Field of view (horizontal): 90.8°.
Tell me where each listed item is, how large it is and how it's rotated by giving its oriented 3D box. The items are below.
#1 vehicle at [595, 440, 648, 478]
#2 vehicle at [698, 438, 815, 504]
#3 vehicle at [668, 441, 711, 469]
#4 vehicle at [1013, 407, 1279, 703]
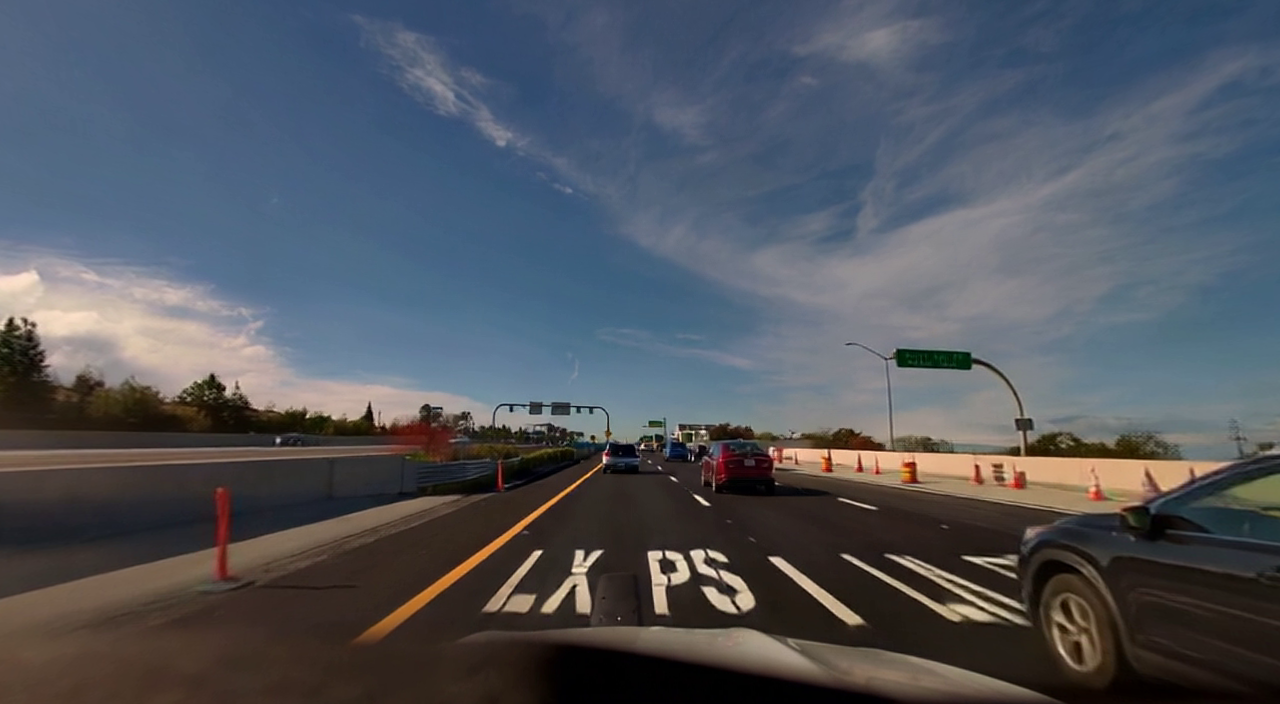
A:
[{"bbox_3d":[-0.773,4.501,26.736,2.069,1.470,4.004,0,-8,-1],"label":"vehicle"},{"bbox_3d":[2.799,2.995,16.367,2.042,1.460,4.451,0,-8,-2],"label":"vehicle"},{"bbox_3d":[2.779,5.867,36.056,1.916,1.487,4.117,0,-9,-3],"label":"vehicle"},{"bbox_3d":[3.280,0.836,1.618,1.996,1.455,4.281,0,-8,-1],"label":"vehicle"}]
